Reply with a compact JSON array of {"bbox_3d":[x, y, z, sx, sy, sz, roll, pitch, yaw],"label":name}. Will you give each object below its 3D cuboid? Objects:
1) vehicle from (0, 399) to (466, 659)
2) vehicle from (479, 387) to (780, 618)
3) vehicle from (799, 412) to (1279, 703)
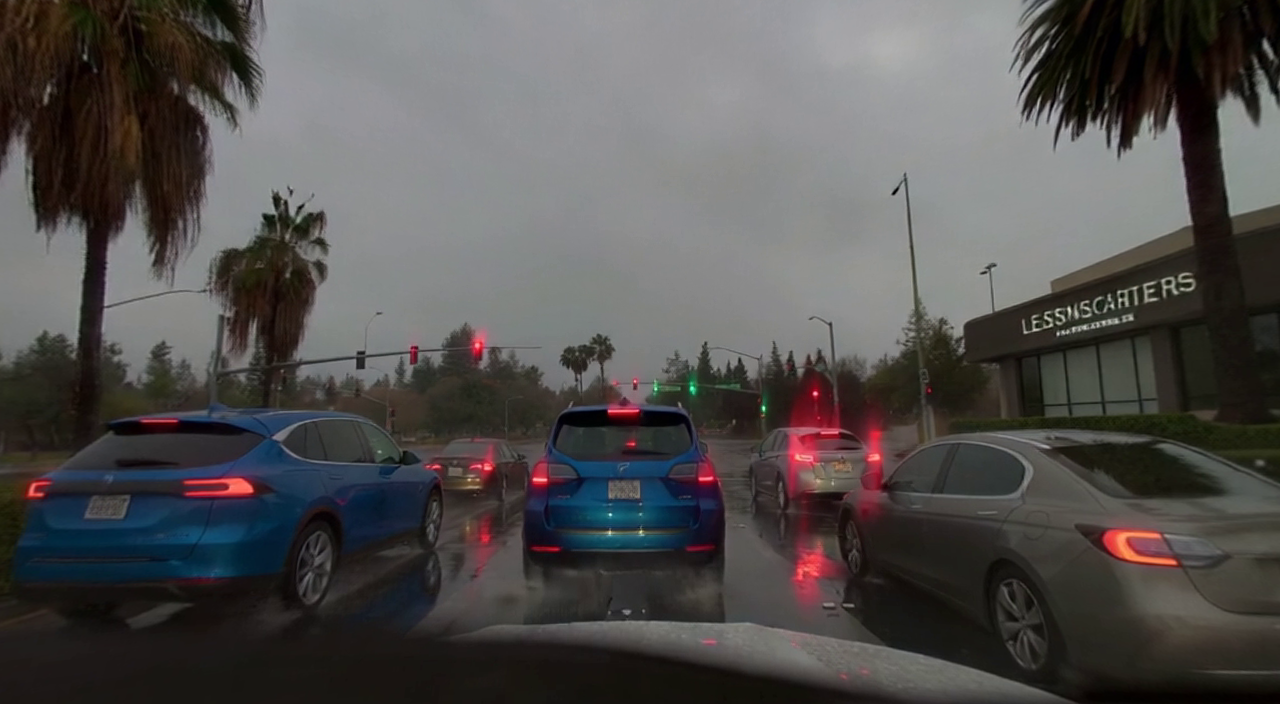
[{"bbox_3d":[-3.354,1.383,6.049,2.014,1.534,4.455,0,-8,1],"label":"vehicle"},{"bbox_3d":[-0.136,1.465,7.064,2.280,1.747,4.361,0,-8,-2],"label":"vehicle"},{"bbox_3d":[2.964,1.372,5.257,2.017,1.491,4.611,0,-8,-1],"label":"vehicle"}]
